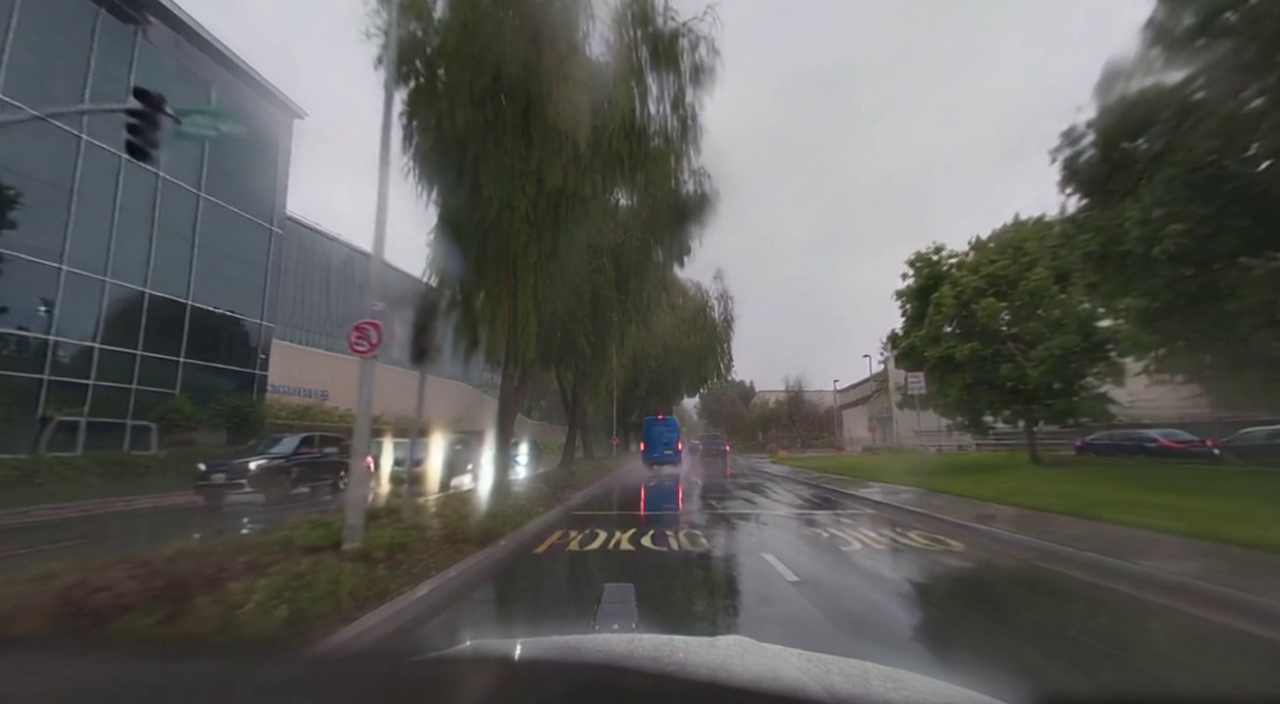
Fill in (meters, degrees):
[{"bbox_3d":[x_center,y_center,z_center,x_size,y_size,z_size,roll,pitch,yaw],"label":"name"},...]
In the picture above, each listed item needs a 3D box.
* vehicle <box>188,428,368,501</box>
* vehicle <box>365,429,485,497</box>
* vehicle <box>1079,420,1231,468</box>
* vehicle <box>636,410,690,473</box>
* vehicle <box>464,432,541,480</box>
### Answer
[{"bbox_3d":[-9.096,2.882,16.398,1.891,1.575,4.559,-2,-9,1],"label":"vehicle"},{"bbox_3d":[-5.589,2.948,16.895,1.893,1.587,3.595,-1,-9,1],"label":"vehicle"},{"bbox_3d":[16.869,3.059,20.925,1.759,1.433,3.862,-1,-9,1],"label":"vehicle"},{"bbox_3d":[1.230,4.429,31.319,2.435,2.816,5.232,0,-8,4],"label":"vehicle"},{"bbox_3d":[-5.232,4.053,24.580,1.935,1.633,4.247,-2,-9,2],"label":"vehicle"}]
